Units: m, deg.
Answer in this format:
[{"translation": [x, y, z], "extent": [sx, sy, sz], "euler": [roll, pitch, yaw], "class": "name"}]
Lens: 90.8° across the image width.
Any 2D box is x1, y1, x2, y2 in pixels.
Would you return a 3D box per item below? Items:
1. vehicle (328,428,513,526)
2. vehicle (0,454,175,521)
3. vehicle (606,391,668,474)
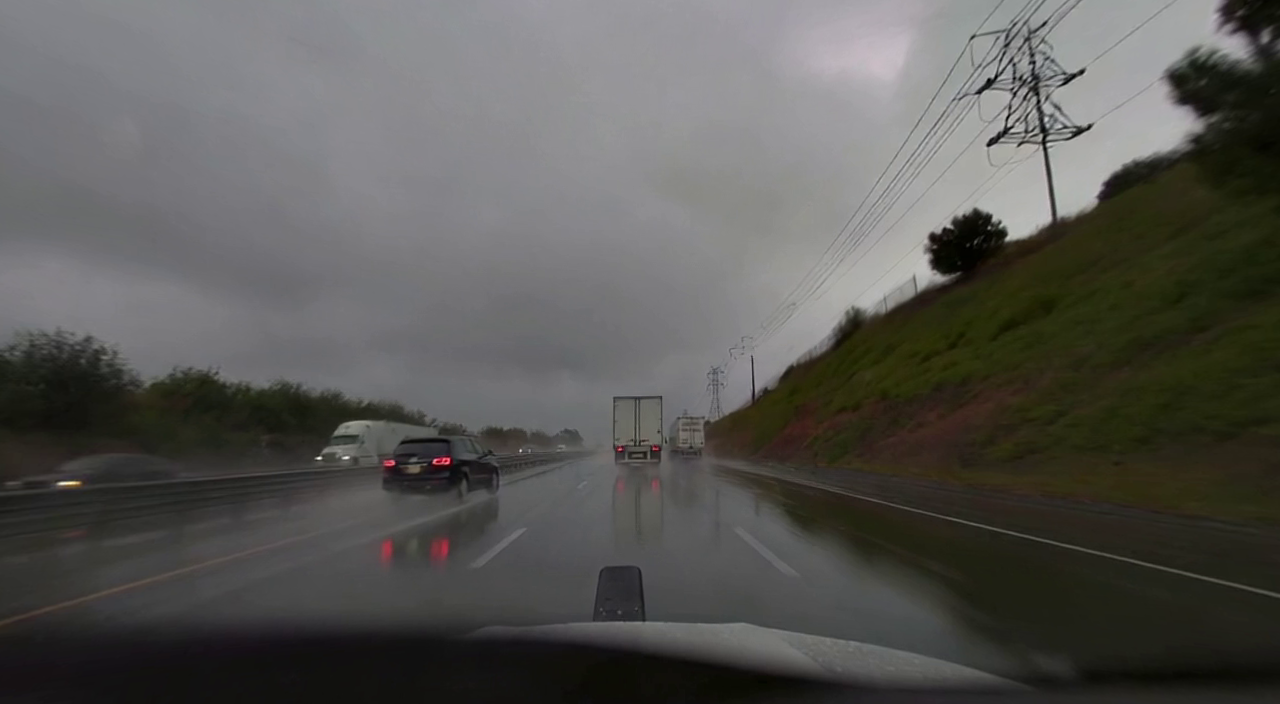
[{"translation": [-4.220, 2.487, 13.129], "extent": [2.170, 1.657, 4.573], "euler": [0, -9, 0], "class": "vehicle"}, {"translation": [-15.387, 3.568, 17.206], "extent": [1.920, 1.529, 4.504], "euler": [0, -9, 0], "class": "vehicle"}, {"translation": [-0.143, 4.778, 36.420], "extent": [2.985, 4.025, 10.982], "euler": [0, -9, 0], "class": "vehicle"}]
